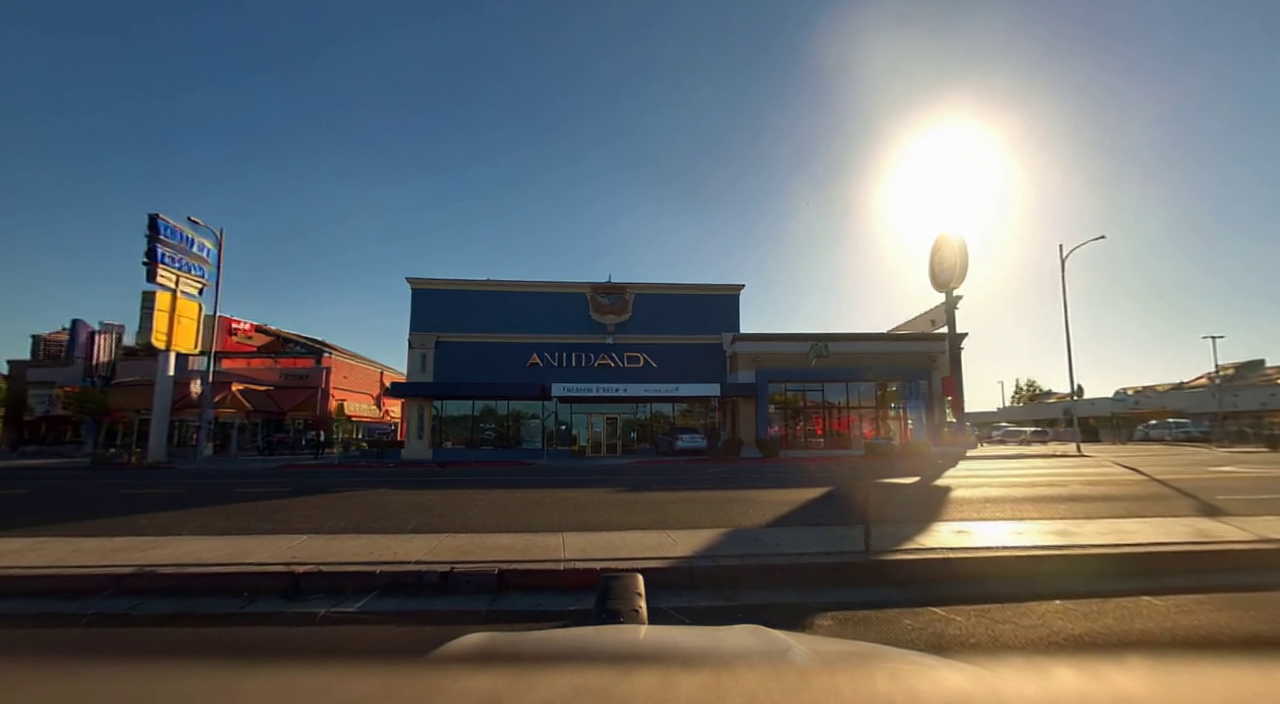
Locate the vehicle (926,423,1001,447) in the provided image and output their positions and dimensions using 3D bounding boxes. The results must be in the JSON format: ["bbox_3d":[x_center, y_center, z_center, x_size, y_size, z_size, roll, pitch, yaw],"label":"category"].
[{"bbox_3d":[25.242,6.550,49.407,4.838,1.799,1.914,-7,-11,38],"label":"vehicle"}]

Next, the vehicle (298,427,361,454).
[{"bbox_3d":[-20.385,5.818,41.390,4.596,1.680,1.936,-7,-11,41],"label":"vehicle"}]

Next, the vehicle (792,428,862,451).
[{"bbox_3d":[12.595,5.947,42.870,1.791,1.453,4.593,5,-10,-29],"label":"vehicle"}]

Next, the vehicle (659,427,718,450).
[{"bbox_3d":[3.206,5.903,42.922,1.812,1.468,4.519,5,-10,-29],"label":"vehicle"}]
